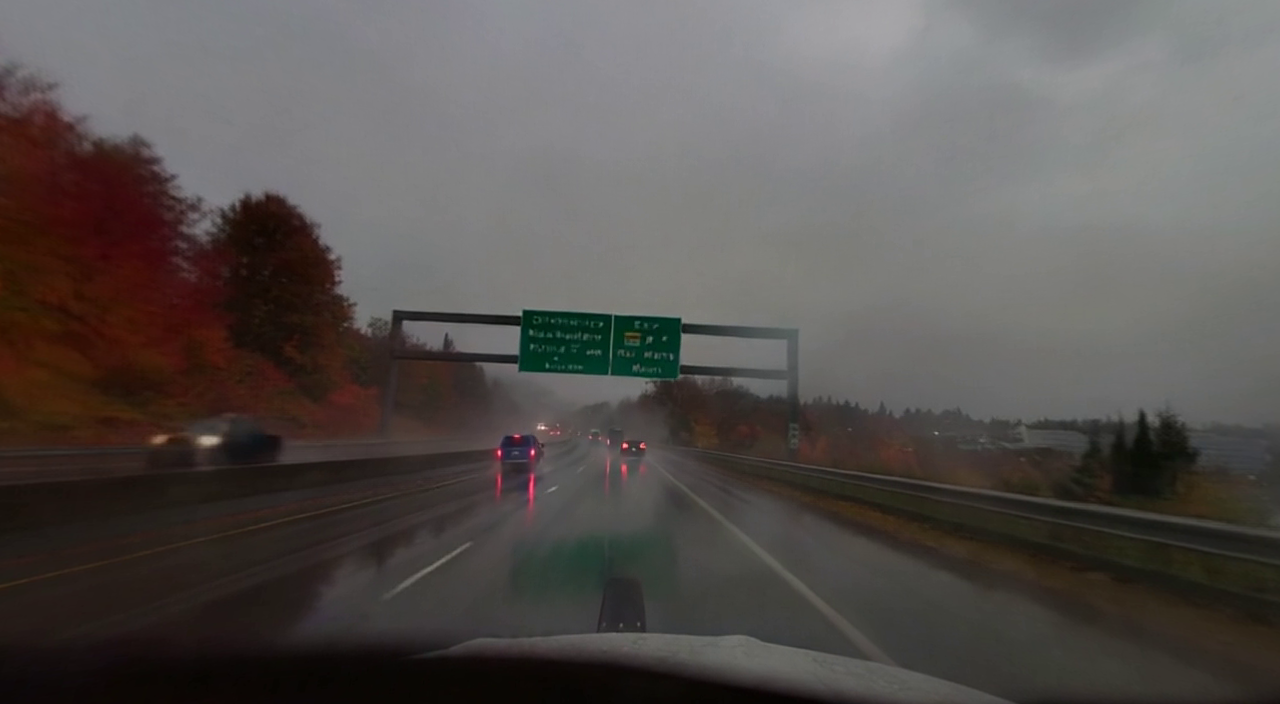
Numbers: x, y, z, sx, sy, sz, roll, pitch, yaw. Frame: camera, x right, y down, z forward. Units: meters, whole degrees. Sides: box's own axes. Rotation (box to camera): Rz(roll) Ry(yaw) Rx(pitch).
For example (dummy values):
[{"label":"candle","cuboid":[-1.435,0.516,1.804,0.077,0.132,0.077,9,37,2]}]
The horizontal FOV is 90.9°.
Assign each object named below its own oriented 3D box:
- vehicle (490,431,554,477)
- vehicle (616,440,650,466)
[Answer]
[{"label":"vehicle","cuboid":[-4.777,4.200,26.108,1.924,1.720,4.195,0,-8,-1]},{"label":"vehicle","cuboid":[-0.453,6.121,38.453,1.939,1.497,3.863,0,-8,-2]}]
